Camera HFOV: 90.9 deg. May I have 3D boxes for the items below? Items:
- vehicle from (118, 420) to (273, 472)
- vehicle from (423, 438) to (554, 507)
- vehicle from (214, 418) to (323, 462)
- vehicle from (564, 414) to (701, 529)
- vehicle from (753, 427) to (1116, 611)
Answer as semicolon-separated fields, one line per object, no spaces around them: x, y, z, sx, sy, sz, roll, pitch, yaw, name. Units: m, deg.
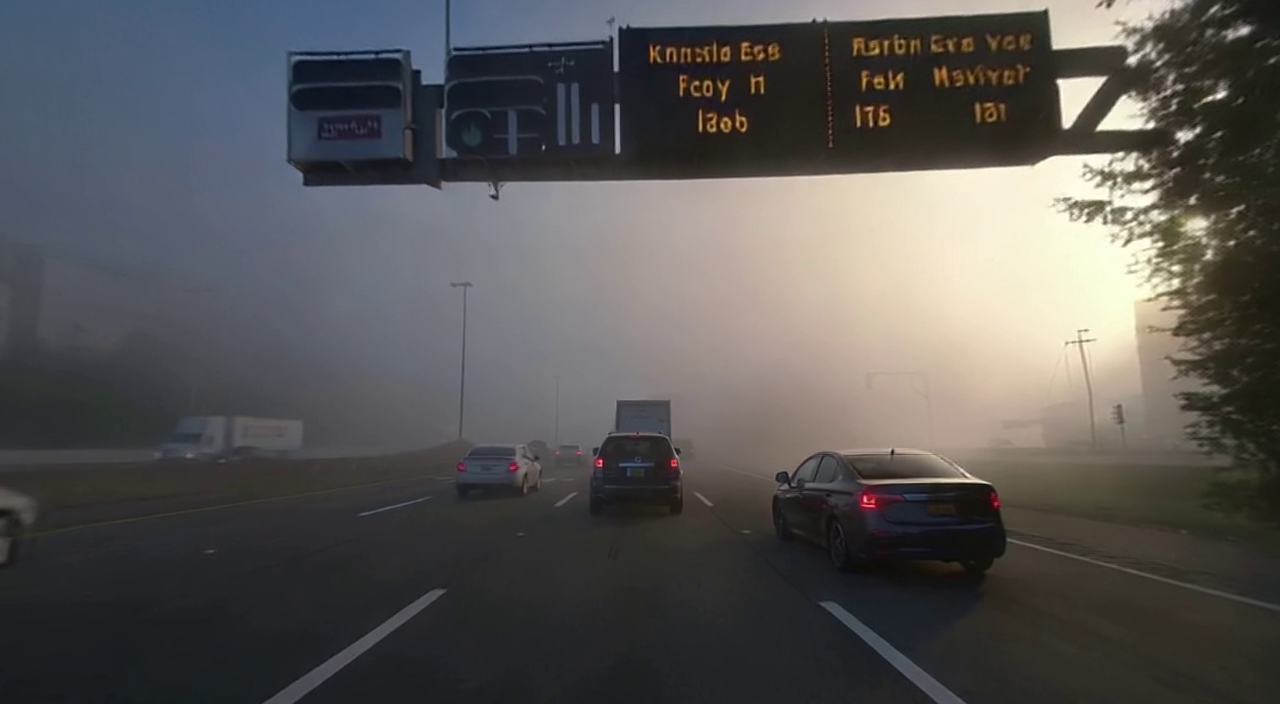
-28.253;6.084;40.928;2.942;2.947;9.596;0;-9;1;vehicle
-3.570;2.944;15.865;2.132;1.464;4.481;0;-9;1;vehicle
-28.325;6.851;48.744;2.826;2.992;9.022;0;-9;1;vehicle
-0.121;2.180;11.949;2.152;1.779;3.924;0;-9;0;vehicle
2.804;1.696;7.422;2.018;1.470;4.491;0;-9;-1;vehicle
